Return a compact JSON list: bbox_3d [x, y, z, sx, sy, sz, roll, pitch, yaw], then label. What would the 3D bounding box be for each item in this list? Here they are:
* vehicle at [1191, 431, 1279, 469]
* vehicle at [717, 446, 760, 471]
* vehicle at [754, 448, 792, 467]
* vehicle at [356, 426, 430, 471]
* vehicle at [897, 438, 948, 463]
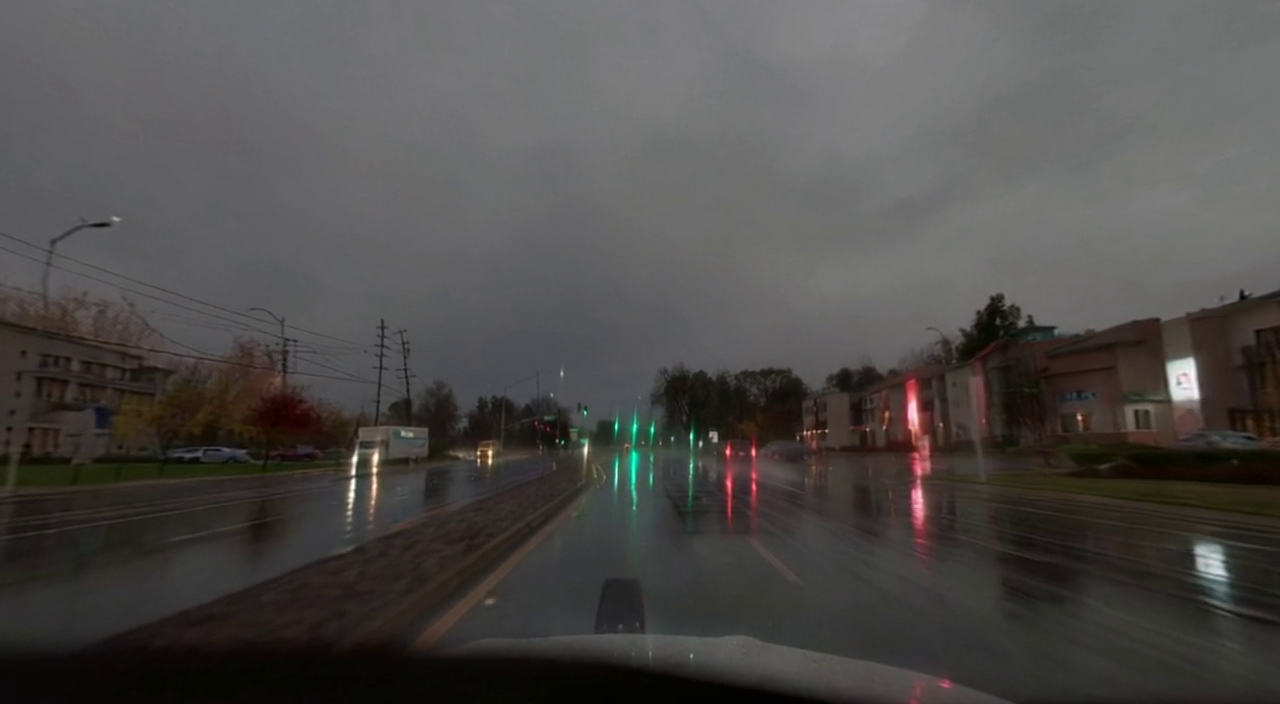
[{"bbox_3d":[30.392,4.847,31.264,1.860,1.716,4.675,1,-9,-2],"label":"vehicle"},{"bbox_3d":[6.132,6.669,39.836,1.916,1.437,4.327,1,-9,-2],"label":"vehicle"},{"bbox_3d":[10.393,8.253,49.686,1.902,1.427,4.458,1,-9,-2],"label":"vehicle"},{"bbox_3d":[-19.236,7.579,49.770,2.886,3.299,6.838,0,-9,1],"label":"vehicle"},{"bbox_3d":[19.884,6.925,44.584,1.815,1.643,3.746,0,-9,0],"label":"vehicle"}]
